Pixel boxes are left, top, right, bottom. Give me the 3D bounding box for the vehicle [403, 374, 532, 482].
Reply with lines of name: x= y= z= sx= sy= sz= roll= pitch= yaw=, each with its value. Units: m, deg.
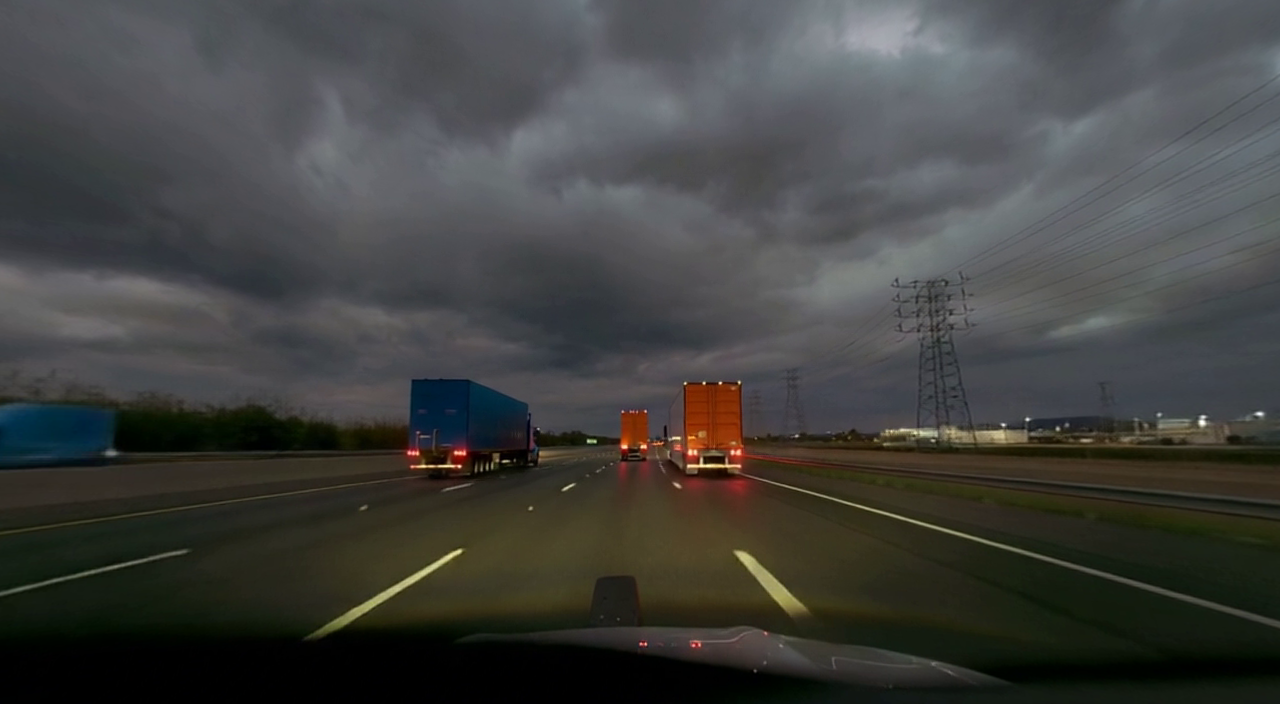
vehicle: x=-7.357 y=3.640 z=29.190 sx=2.937 sy=3.981 sz=11.119 roll=-1 pitch=-9 yaw=-1
